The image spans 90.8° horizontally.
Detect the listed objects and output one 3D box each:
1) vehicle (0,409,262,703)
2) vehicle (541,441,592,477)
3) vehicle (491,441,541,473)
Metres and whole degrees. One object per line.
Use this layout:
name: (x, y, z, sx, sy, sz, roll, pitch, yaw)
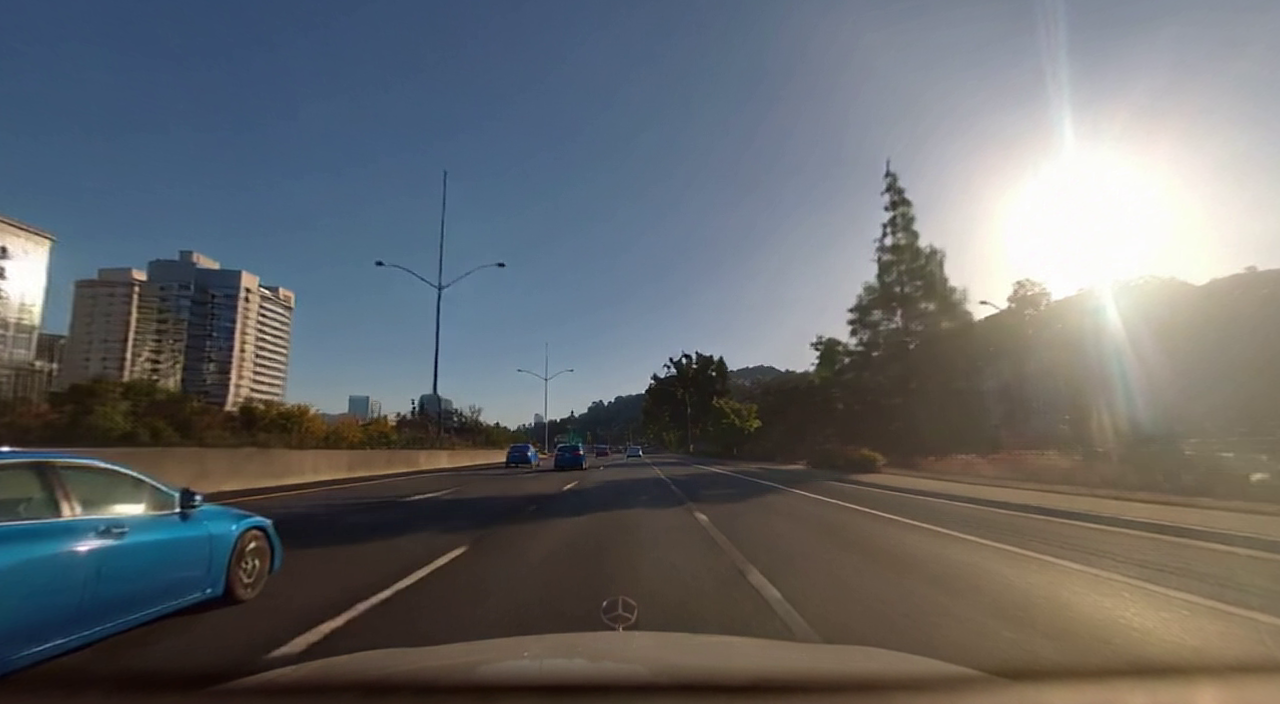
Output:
vehicle: (-3.966, 0.959, 2.527, 2.114, 1.480, 4.473, 0, -9, 0)
vehicle: (-3.657, 5.393, 32.159, 2.075, 1.702, 4.257, 0, -9, 0)
vehicle: (-7.589, 6.458, 39.098, 2.040, 1.824, 4.917, 0, -9, 0)
